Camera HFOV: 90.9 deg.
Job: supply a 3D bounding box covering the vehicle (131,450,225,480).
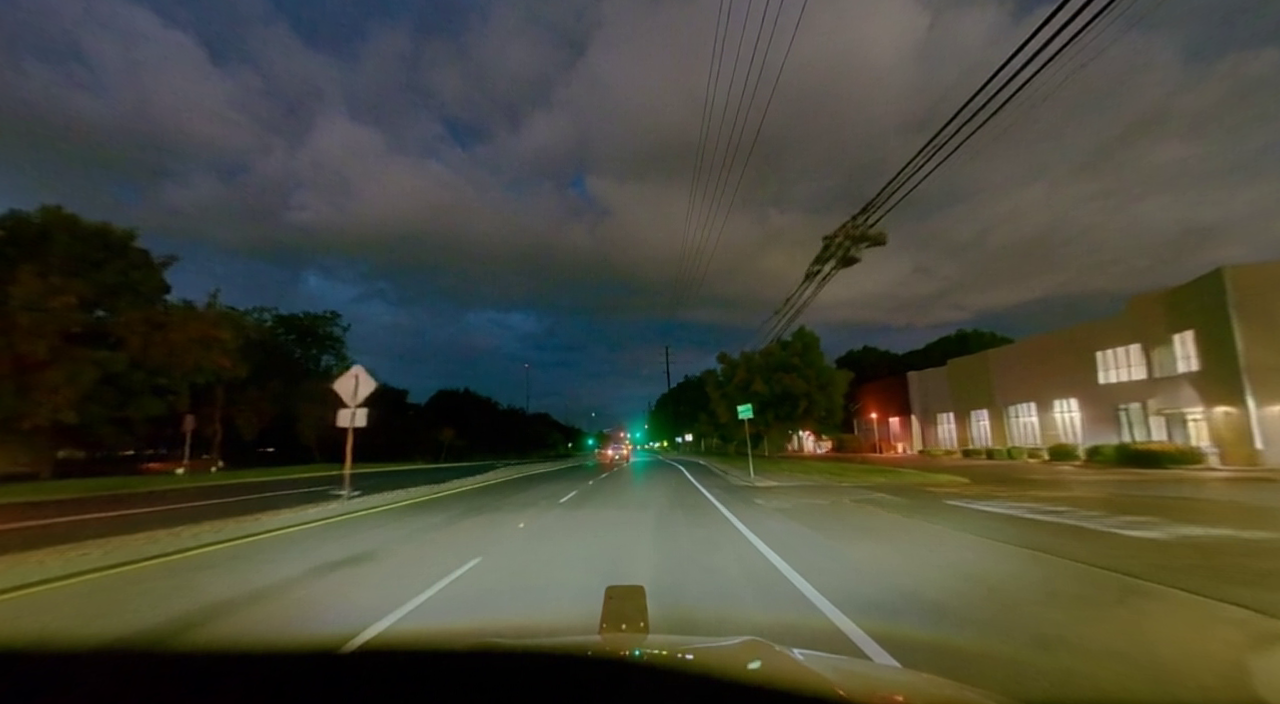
[{"bbox_3d":[-25.188,6.153,34.545,1.805,1.461,4.321,0,-8,1],"label":"vehicle"}]
